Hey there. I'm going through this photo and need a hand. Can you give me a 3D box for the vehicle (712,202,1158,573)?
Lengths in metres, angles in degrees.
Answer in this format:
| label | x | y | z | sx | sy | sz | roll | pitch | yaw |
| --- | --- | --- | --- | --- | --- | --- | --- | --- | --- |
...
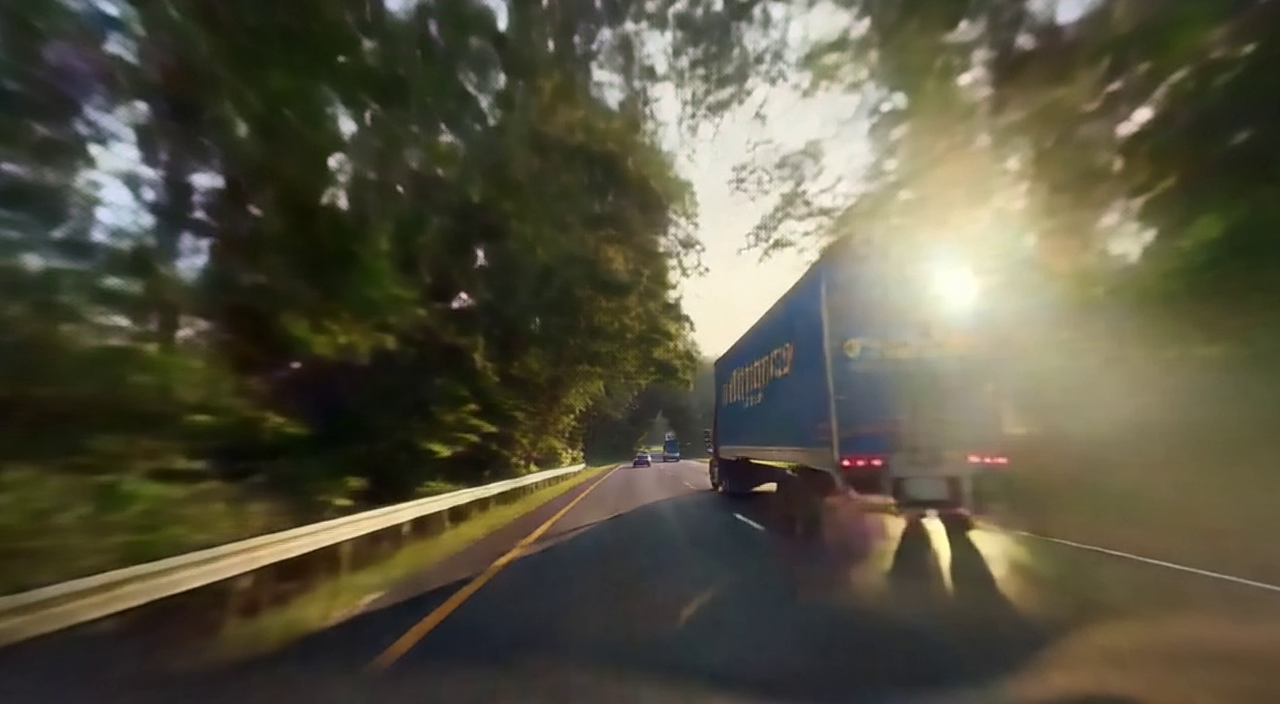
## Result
| label | x | y | z | sx | sy | sz | roll | pitch | yaw |
| --- | --- | --- | --- | --- | --- | --- | --- | --- | --- |
| vehicle | 3.791 | 1.183 | 12.587 | 3.440 | 4.090 | 11.380 | -1 | -9 | 1 |
